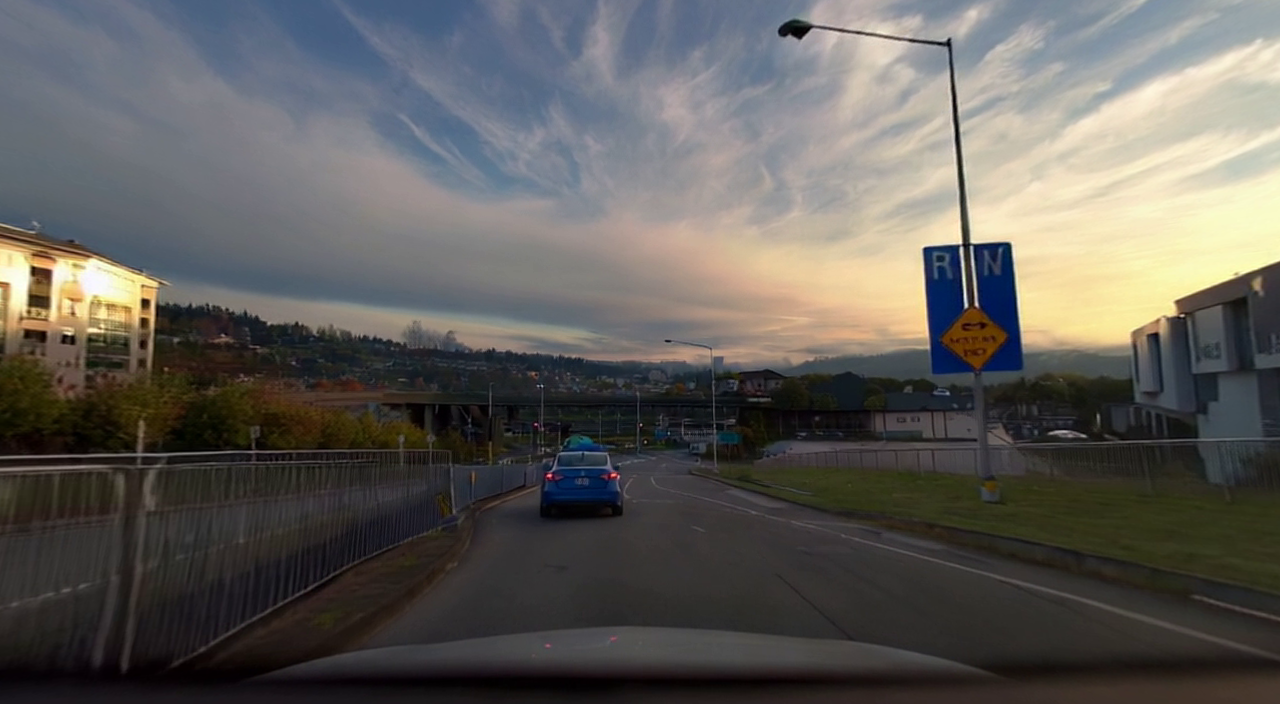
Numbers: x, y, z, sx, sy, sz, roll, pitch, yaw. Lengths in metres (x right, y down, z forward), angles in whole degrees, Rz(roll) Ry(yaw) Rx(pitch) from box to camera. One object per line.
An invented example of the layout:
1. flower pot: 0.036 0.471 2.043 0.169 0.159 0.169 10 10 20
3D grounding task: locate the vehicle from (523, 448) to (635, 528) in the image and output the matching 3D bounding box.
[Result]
1. vehicle: -1.349 2.812 13.643 2.063 1.442 3.933 1 -9 -7

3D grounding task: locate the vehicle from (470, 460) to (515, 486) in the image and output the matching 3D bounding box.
1. vehicle: -9.818 8.057 42.116 1.854 1.472 3.728 -2 -8 4
